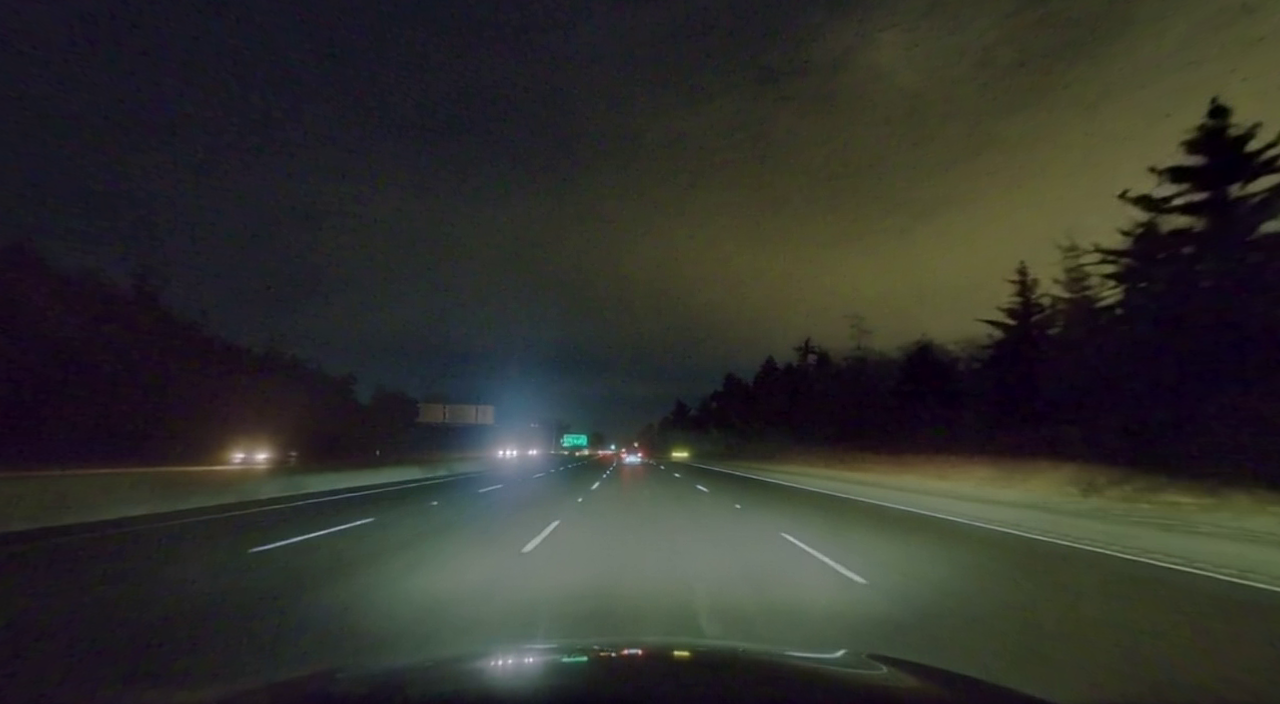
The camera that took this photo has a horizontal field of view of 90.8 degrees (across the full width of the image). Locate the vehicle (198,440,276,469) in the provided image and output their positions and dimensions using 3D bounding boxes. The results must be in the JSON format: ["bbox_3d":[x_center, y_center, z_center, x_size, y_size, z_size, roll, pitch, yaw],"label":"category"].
[{"bbox_3d":[-20.775,5.307,32.717,1.655,1.398,3.546,0,-9,0],"label":"vehicle"}]
